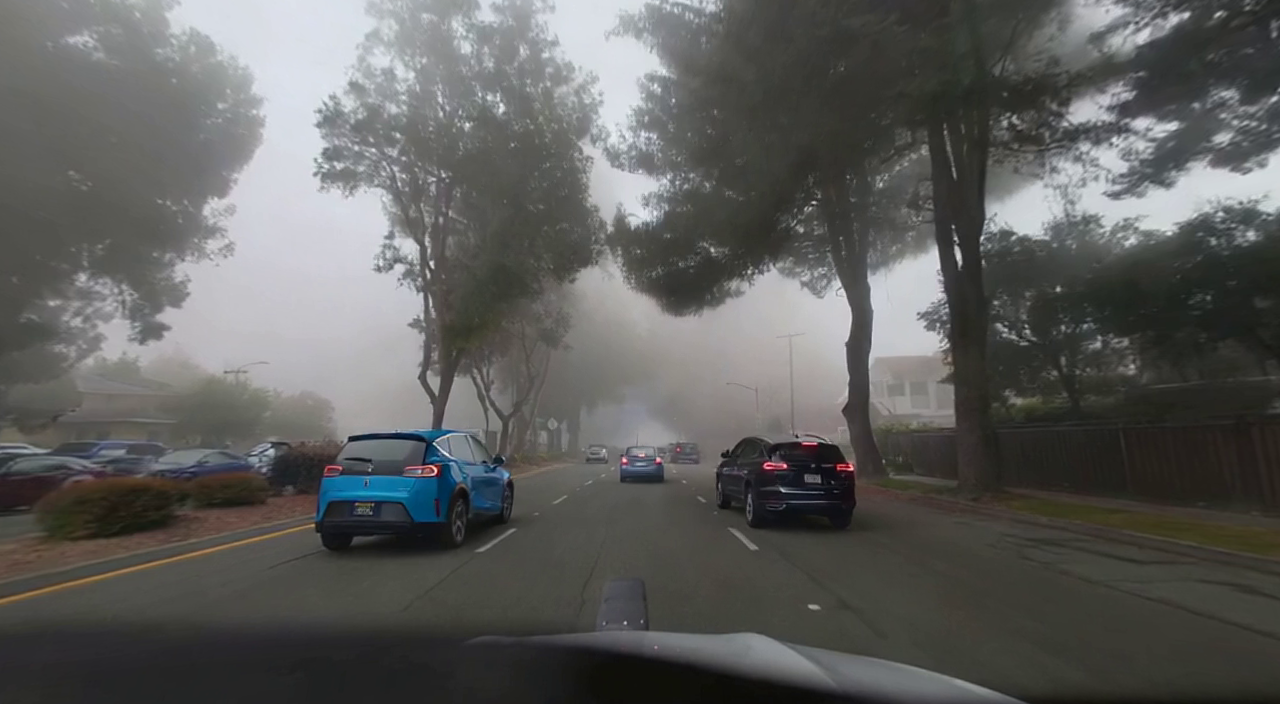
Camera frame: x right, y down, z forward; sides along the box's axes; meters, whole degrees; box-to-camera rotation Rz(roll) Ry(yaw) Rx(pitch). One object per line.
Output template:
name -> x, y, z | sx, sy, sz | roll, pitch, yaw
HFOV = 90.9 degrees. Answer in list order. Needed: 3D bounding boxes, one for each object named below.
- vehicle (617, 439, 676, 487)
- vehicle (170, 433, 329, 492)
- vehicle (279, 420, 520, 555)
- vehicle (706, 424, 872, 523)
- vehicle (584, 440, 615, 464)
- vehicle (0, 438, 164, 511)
vehicle -> 0.226, 3.917, 22.546 | 1.922, 1.579, 3.642 | 0, -8, 0
vehicle -> -12.477, 3.563, 20.635 | 1.928, 1.675, 4.900 | 0, -8, 2
vehicle -> -3.521, 2.074, 10.426 | 2.043, 1.687, 4.676 | 0, -8, 1
vehicle -> 2.894, 2.496, 13.469 | 2.280, 1.747, 4.361 | 1, -8, -3
vehicle -> -3.135, 7.795, 49.399 | 2.014, 1.755, 4.360 | 0, -8, 1
vehicle -> -16.120, 3.205, 16.850 | 2.318, 1.684, 5.150 | -3, -8, 9
